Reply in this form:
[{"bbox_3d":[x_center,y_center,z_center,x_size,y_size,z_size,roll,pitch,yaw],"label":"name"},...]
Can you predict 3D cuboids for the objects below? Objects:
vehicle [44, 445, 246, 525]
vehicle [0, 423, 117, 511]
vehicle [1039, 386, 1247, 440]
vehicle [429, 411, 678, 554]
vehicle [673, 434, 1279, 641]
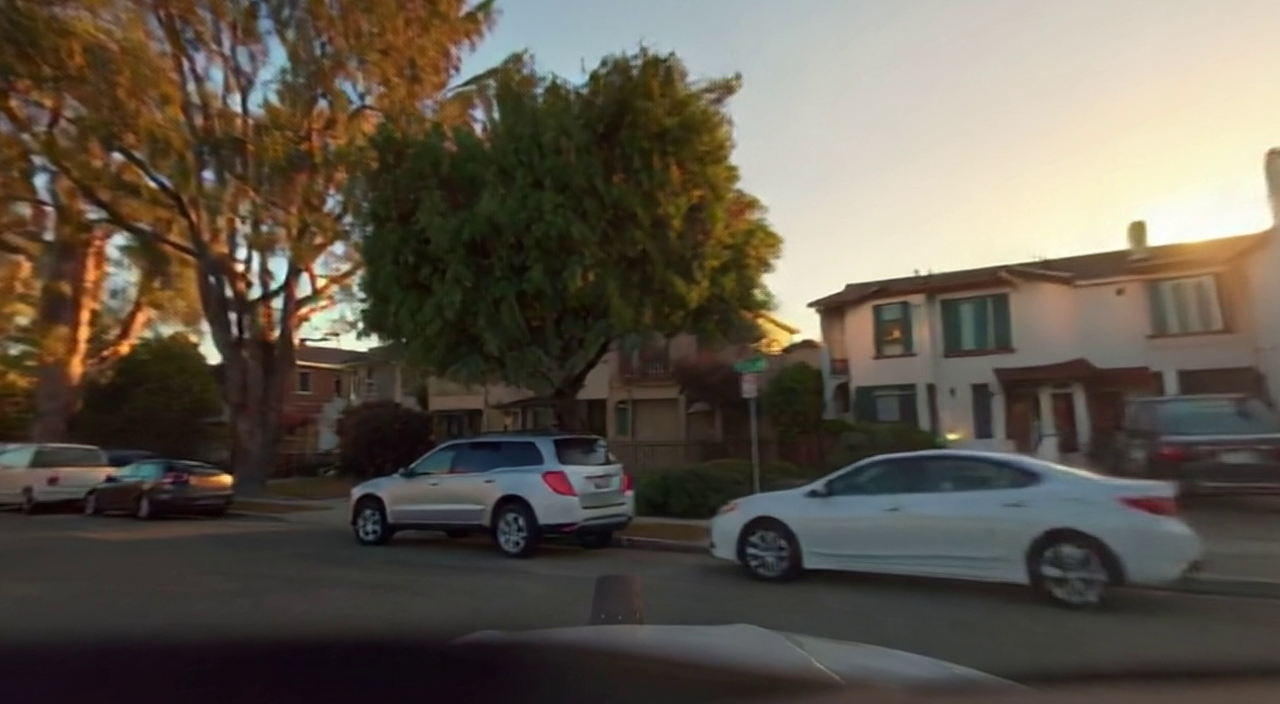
[{"bbox_3d":[-11.495,2.957,14.589,4.476,1.442,1.828,-2,-8,27],"label":"vehicle"},{"bbox_3d":[-17.300,3.099,17.736,4.893,2.129,1.993,-2,-8,28],"label":"vehicle"},{"bbox_3d":[14.971,1.869,19.103,4.565,1.479,1.775,-2,-8,26],"label":"vehicle"},{"bbox_3d":[-1.247,2.146,11.297,2.046,1.969,4.585,-5,-9,28],"label":"vehicle"},{"bbox_3d":[3.073,1.691,6.848,5.075,1.436,1.863,-2,-8,28],"label":"vehicle"}]
